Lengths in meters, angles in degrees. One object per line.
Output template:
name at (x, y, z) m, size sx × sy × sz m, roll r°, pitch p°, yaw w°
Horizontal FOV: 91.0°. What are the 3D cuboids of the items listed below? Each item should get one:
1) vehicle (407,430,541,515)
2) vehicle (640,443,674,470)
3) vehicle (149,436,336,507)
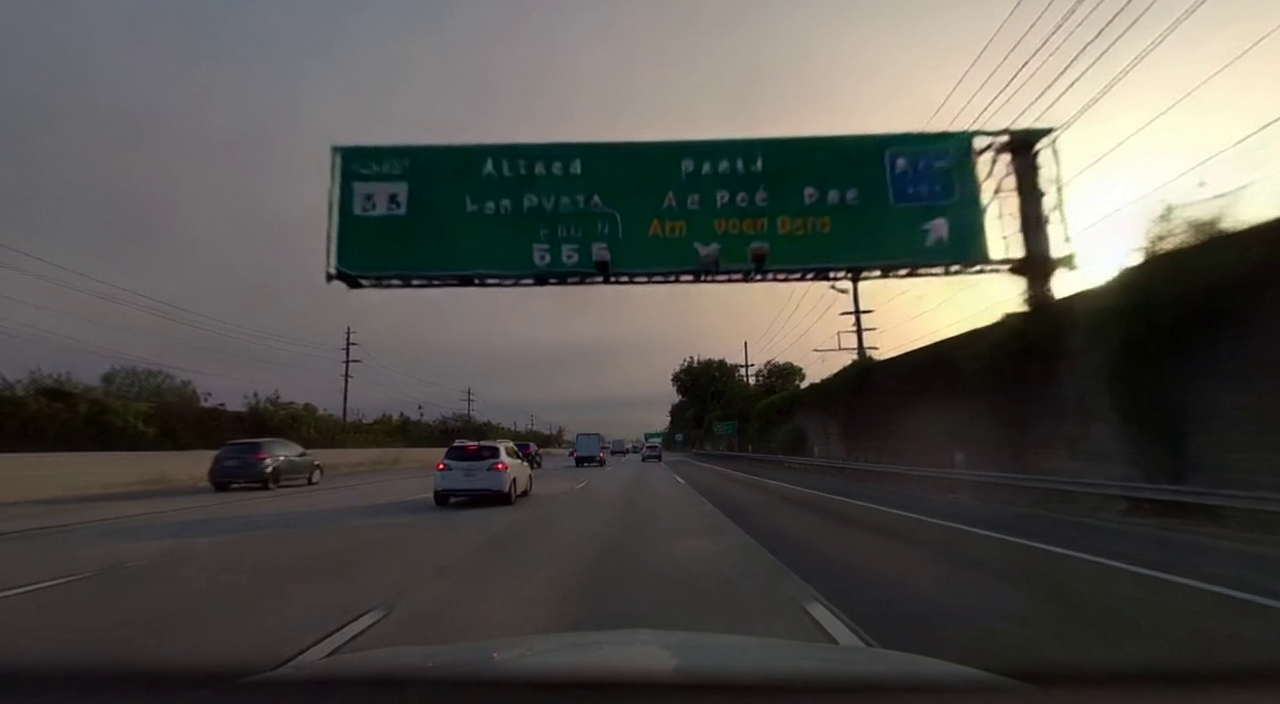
vehicle at (-3.674, 2.750, 14.801) m, size 1.976 × 1.688 × 4.124 m, roll 0°, pitch -9°, yaw 1°
vehicle at (1.106, 6.752, 40.833) m, size 2.038 × 1.677 × 4.219 m, roll 0°, pitch -9°, yaw 2°
vehicle at (-11.015, 3.328, 18.049) m, size 2.097 × 1.722 × 4.981 m, roll 0°, pitch -9°, yaw 0°
